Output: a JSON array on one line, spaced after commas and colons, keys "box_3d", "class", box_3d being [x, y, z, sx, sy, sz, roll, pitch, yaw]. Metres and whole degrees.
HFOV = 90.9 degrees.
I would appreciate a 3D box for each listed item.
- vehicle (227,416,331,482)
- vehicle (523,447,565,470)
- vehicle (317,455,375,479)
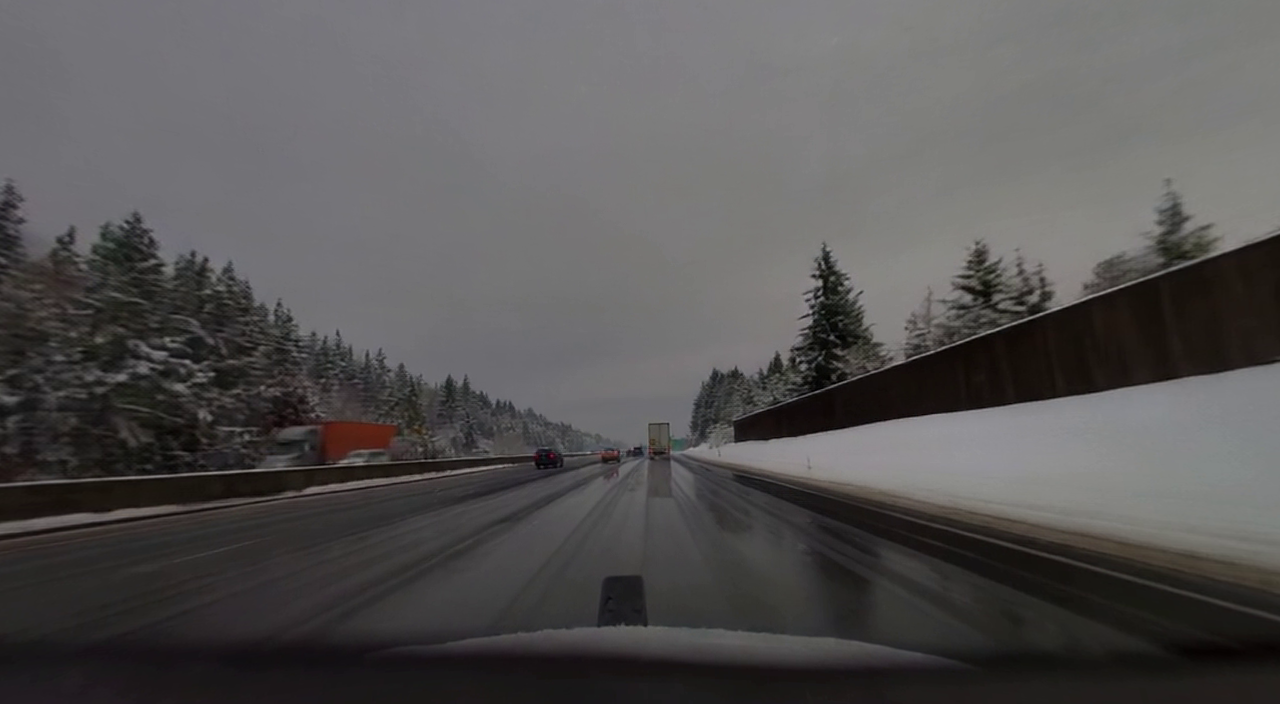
[{"box_3d": [-22.941, 6.225, 40.494, 2.969, 3.923, 5.892, 0, -9, 1], "class": "vehicle"}, {"box_3d": [-6.598, 7.381, 43.788, 2.031, 1.521, 4.503, 0, -9, 2], "class": "vehicle"}, {"box_3d": [-18.964, 7.397, 40.838, 1.717, 1.429, 3.989, 0, -9, 1], "class": "vehicle"}]
